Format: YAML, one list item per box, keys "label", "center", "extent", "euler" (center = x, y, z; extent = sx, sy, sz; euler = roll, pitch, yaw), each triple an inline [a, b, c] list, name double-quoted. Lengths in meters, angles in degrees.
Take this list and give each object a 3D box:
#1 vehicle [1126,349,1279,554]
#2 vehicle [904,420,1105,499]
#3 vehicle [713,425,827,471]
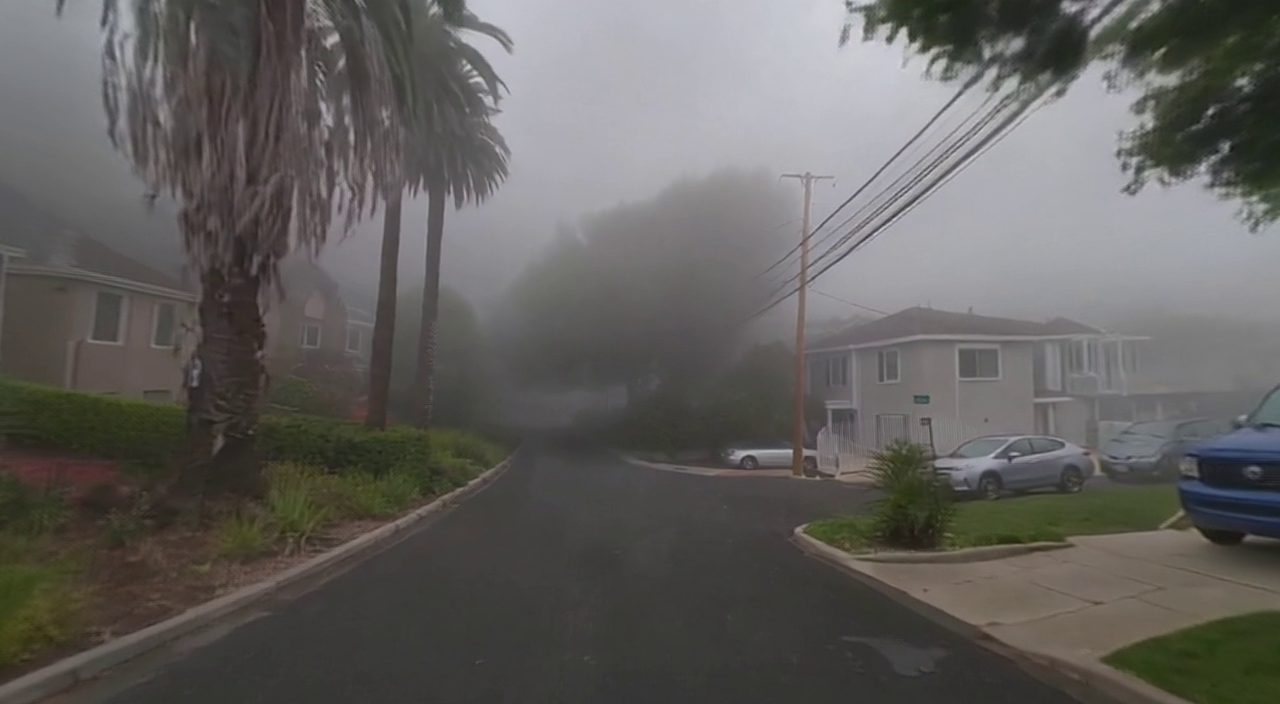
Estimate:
- label: "vehicle"
  center: [9.839, 1.237, 7.869]
  extent: [6.615, 2.137, 2.578]
  euler: [3, -10, -20]
- label: "vehicle"
  center: [10.067, 2.988, 17.546]
  extent: [4.443, 1.948, 2.230]
  euler: [2, -12, -18]
- label: "vehicle"
  center: [6.754, 5.057, 32.675]
  extent: [5.663, 1.913, 2.170]
  euler: [8, -14, -27]
